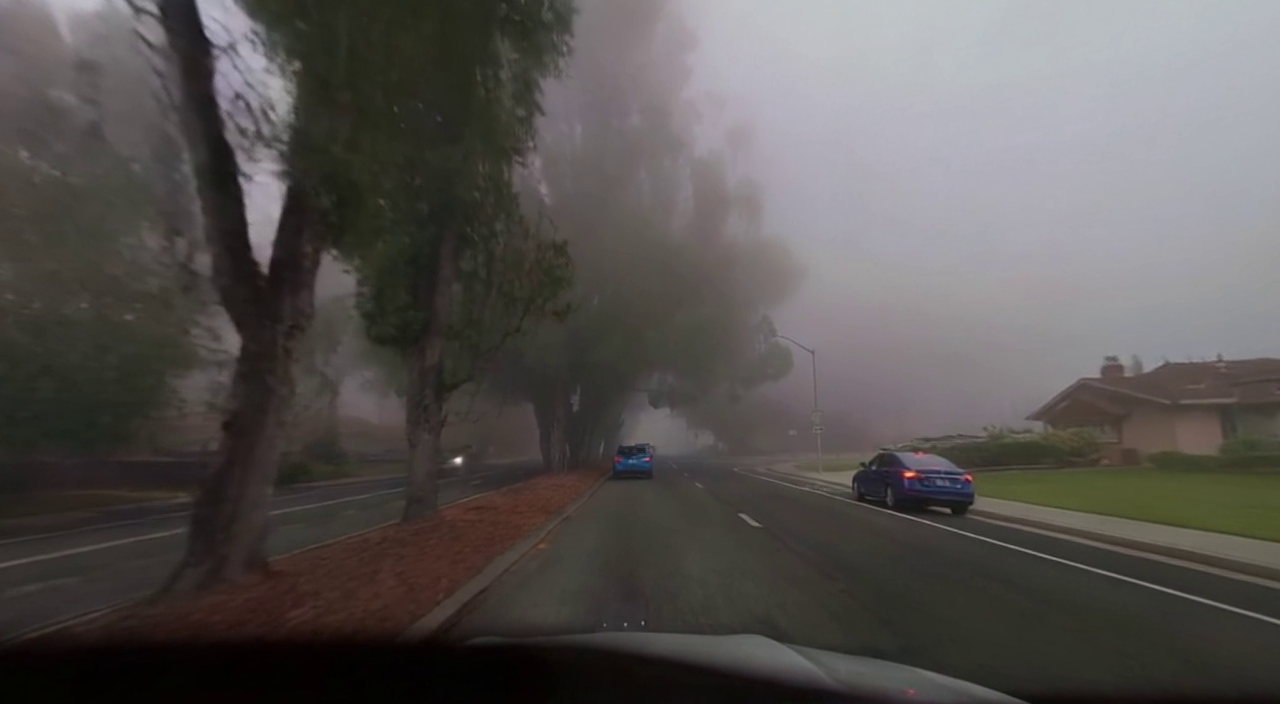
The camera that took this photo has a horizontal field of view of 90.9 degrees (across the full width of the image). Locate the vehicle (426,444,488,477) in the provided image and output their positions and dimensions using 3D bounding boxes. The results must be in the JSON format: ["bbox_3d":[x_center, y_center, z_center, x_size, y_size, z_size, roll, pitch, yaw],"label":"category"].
[{"bbox_3d":[-9.232,5.488,32.133,1.945,1.530,3.740,-1,-8,1],"label":"vehicle"}]

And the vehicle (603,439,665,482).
[{"bbox_3d":[-0.264,4.170,24.622,2.158,1.469,4.909,0,-8,-1],"label":"vehicle"}]
